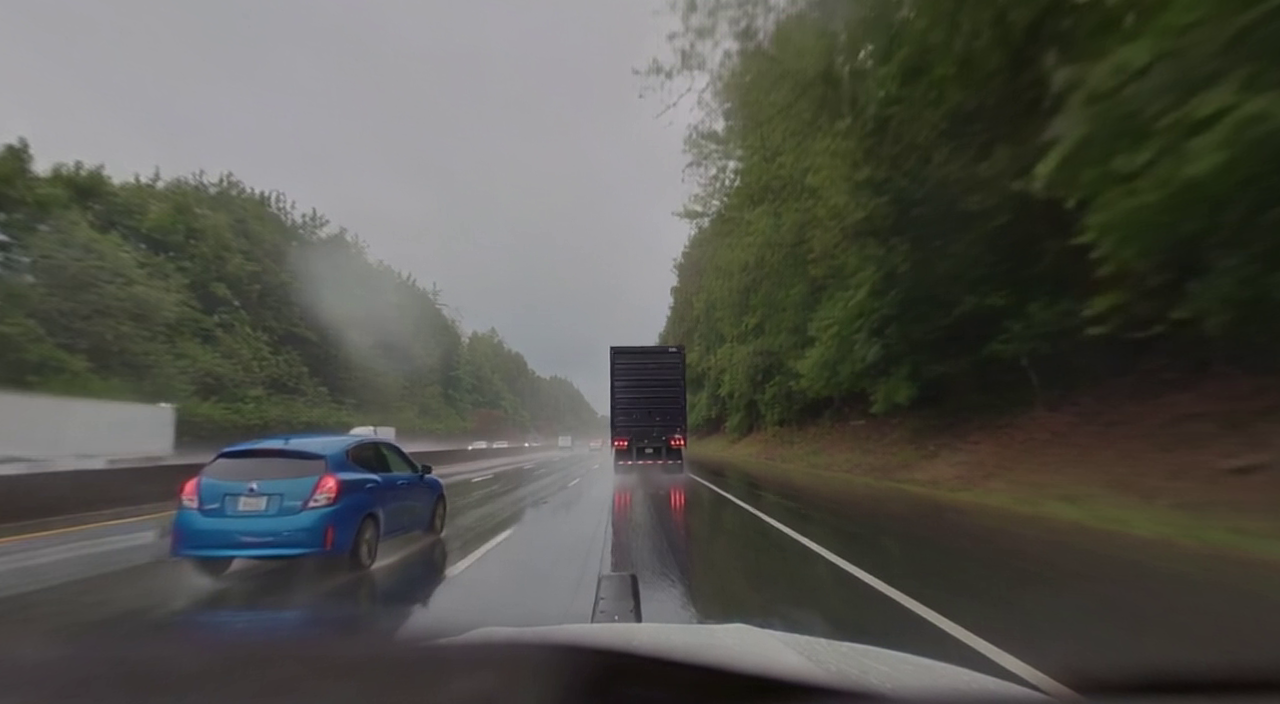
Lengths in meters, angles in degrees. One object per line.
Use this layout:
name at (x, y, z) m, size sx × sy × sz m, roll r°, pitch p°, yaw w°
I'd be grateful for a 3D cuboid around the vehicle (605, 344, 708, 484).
vehicle at (0.417, 2.593, 24.263) m, size 3.073 × 4.196 × 10.546 m, roll 0°, pitch -8°, yaw -1°

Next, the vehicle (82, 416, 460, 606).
vehicle at (-3.644, 1.614, 7.354) m, size 1.854 × 1.530 × 4.268 m, roll 0°, pitch -8°, yaw -1°

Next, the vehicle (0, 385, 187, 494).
vehicle at (-24.027, 3.425, 24.483) m, size 2.838 × 3.787 × 13.774 m, roll 0°, pitch -8°, yaw -1°
